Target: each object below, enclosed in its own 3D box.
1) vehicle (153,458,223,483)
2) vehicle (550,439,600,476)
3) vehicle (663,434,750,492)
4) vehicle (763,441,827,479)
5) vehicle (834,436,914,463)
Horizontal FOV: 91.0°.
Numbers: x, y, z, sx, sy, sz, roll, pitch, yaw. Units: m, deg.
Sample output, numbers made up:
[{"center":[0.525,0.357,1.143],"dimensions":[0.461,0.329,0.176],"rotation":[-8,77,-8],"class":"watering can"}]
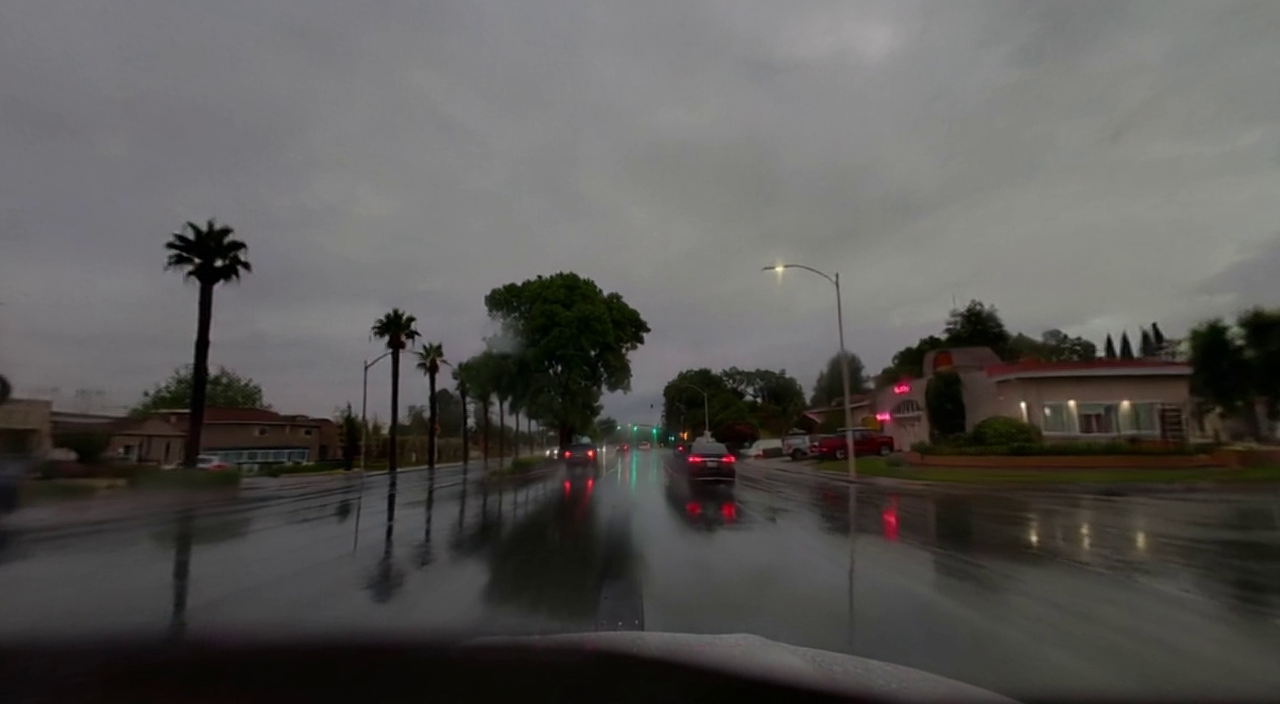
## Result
[{"center":[-30.103,7.862,42.048],"dimensions":[1.823,1.477,3.984],"rotation":[0,-8,-2],"class":"vehicle"},{"center":[-3.267,5.426,32.628],"dimensions":[2.084,1.735,4.528],"rotation":[0,-8,1],"class":"vehicle"},{"center":[2.033,3.554,20.486],"dimensions":[2.084,1.682,4.148],"rotation":[1,-8,-4],"class":"vehicle"},{"center":[7.615,5.325,31.351],"dimensions":[2.012,1.737,4.129],"rotation":[0,-8,-2],"class":"vehicle"},{"center":[15.328,6.425,41.426],"dimensions":[4.489,1.557,1.792],"rotation":[-2,-9,2],"class":"vehicle"}]
